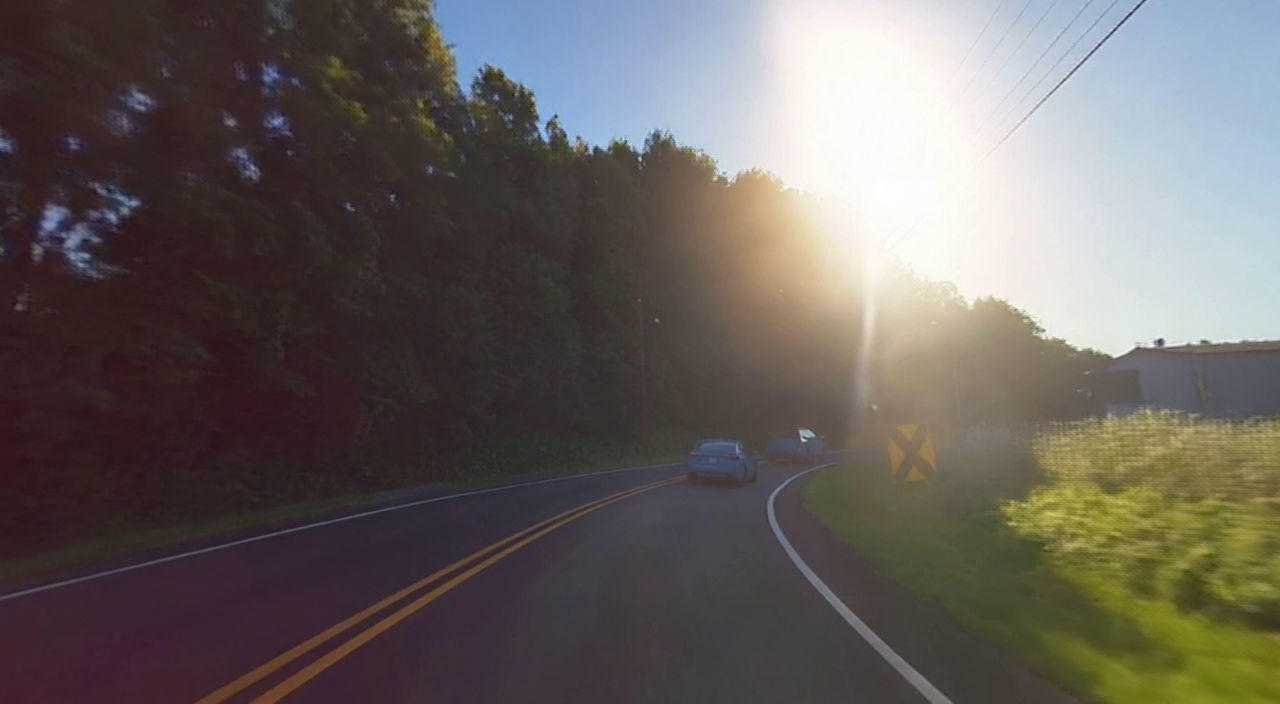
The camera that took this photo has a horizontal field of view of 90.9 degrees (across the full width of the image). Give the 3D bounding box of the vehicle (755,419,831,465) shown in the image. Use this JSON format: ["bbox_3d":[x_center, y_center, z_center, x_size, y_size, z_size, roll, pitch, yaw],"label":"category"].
[{"bbox_3d":[8.052,4.701,32.729,2.376,2.145,5.953,-4,-10,27],"label":"vehicle"}]

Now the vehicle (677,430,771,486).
[{"bbox_3d":[2.770,3.308,19.912,2.157,1.565,4.243,-3,-9,18],"label":"vehicle"}]
